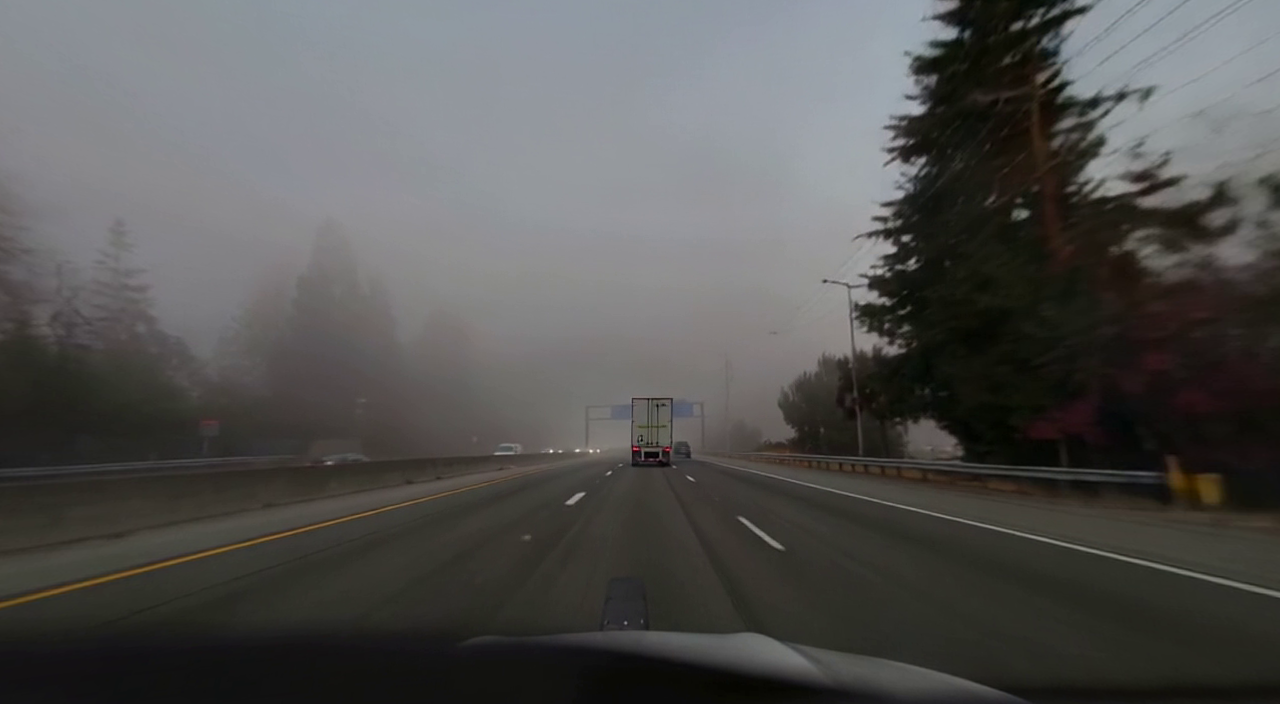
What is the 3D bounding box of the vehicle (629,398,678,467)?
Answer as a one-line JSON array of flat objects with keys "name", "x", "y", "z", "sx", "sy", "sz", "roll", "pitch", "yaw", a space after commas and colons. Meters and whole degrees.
[{"name": "vehicle", "x": 0.769, "y": 5.636, "z": 43.277, "sx": 2.919, "sy": 4.101, "sz": 11.541, "roll": 0, "pitch": -8, "yaw": 0}]
